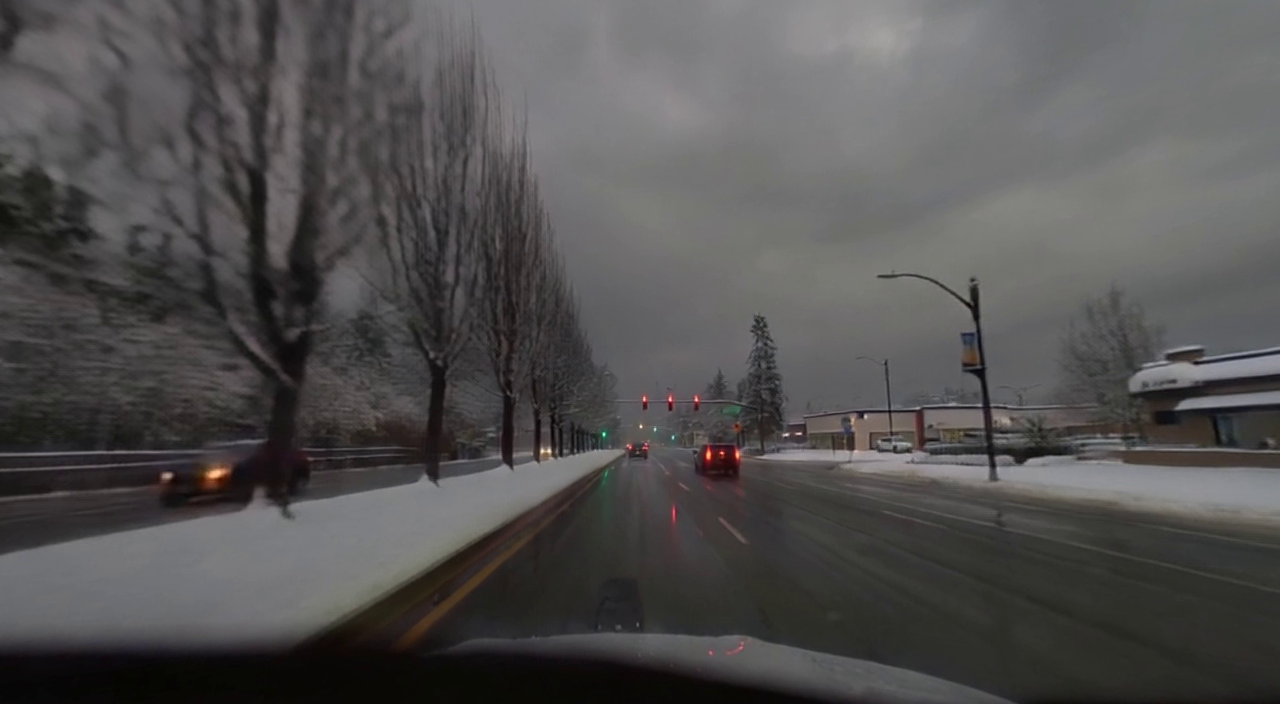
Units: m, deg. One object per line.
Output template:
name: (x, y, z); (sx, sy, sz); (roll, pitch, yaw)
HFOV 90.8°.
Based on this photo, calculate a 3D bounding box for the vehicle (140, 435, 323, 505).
vehicle: (-11.784, 3.416, 18.783); (2.116, 1.789, 4.889); (0, -9, 0)

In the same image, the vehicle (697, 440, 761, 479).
vehicle: (3.639, 4.486, 26.613); (1.983, 1.482, 4.463); (0, -9, -1)
